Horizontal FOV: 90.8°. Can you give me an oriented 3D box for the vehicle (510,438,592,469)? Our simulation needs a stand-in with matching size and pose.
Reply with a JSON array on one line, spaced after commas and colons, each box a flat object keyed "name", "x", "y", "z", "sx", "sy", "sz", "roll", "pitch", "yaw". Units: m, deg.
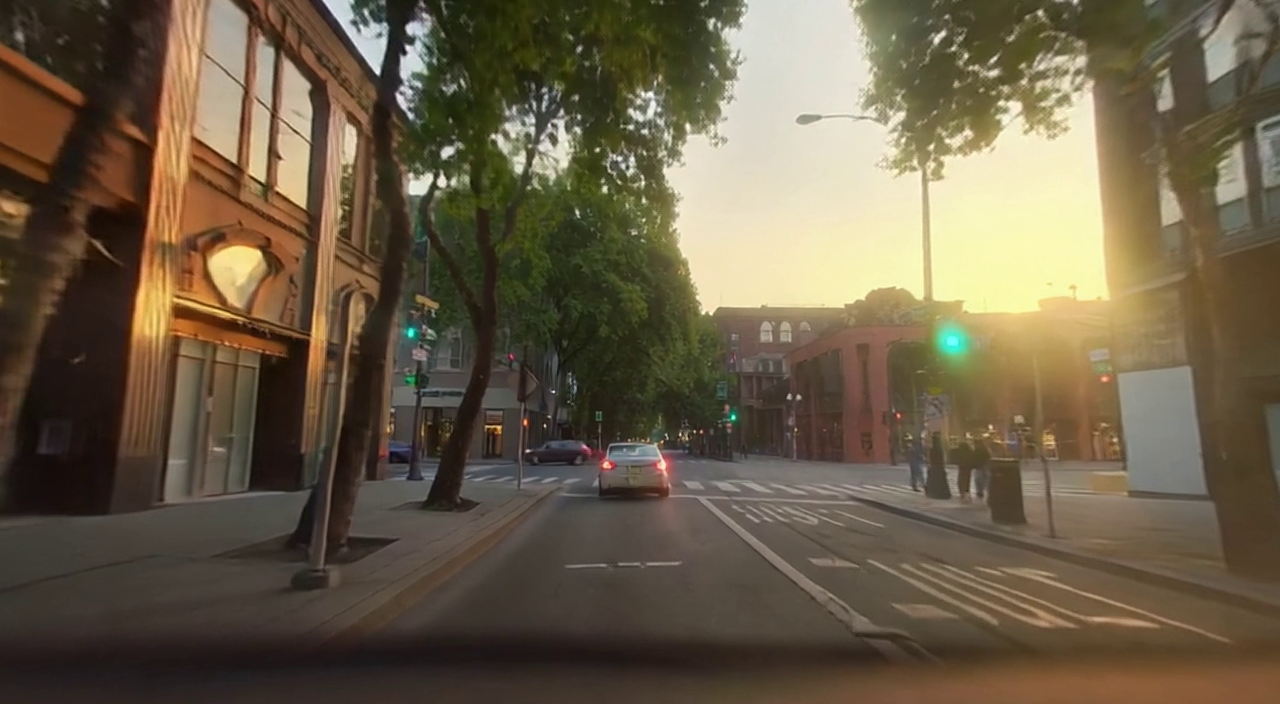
[{"name": "vehicle", "x": -4.721, "y": 5.302, "z": 33.162, "sx": 1.871, "sy": 1.468, "sz": 4.627, "roll": 8, "pitch": -12, "yaw": -44}]

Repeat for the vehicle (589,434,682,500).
[{"name": "vehicle", "x": -0.165, "y": 2.956, "z": 16.698, "sx": 2.106, "sy": 1.482, "sz": 4.459, "roll": 0, "pitch": -9, "yaw": -2}]

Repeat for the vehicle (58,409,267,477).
[{"name": "vehicle", "x": -17.958, "y": 3.472, "z": 24.080, "sx": 5.858, "sy": 2.396, "sz": 2.319, "roll": 1, "pitch": -9, "yaw": -2}]
